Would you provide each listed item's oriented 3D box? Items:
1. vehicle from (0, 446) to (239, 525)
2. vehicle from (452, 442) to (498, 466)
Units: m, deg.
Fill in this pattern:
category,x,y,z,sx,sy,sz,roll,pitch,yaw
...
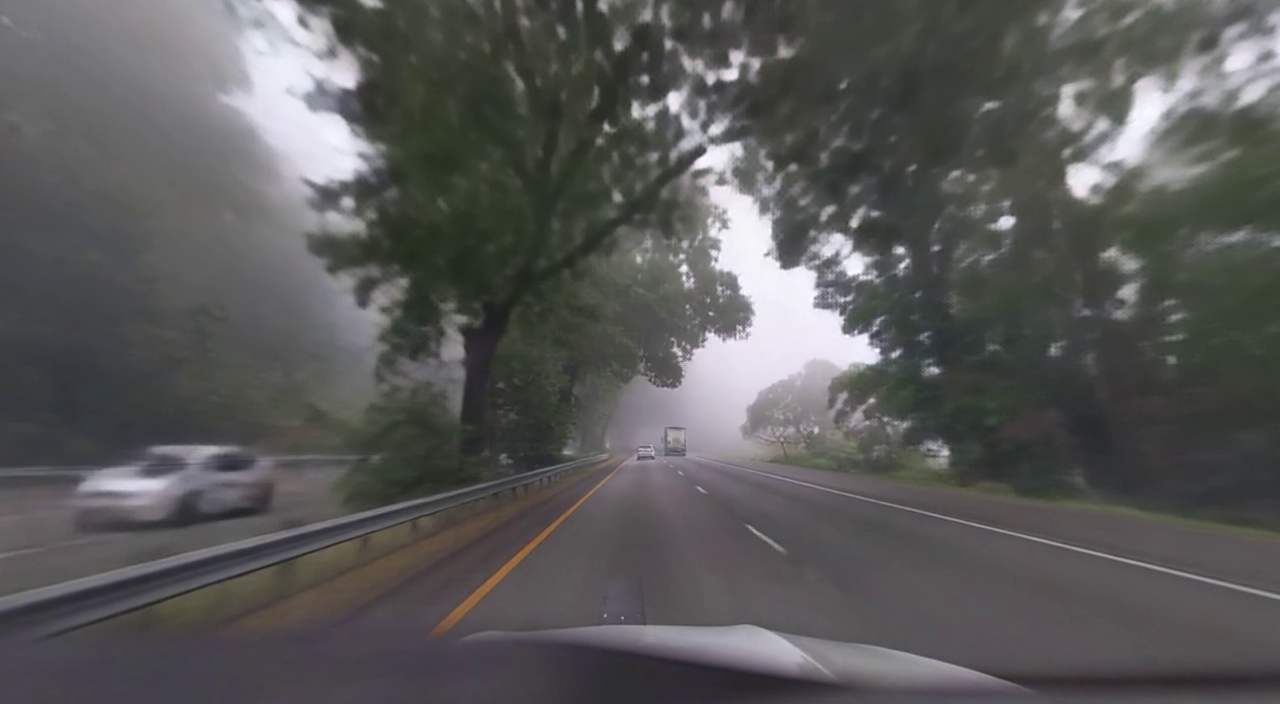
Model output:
category,x,y,z,sx,sy,sz,roll,pitch,yaw
vehicle,-11.497,2.881,14.192,1.962,1.480,4.417,0,-9,1
vehicle,-11.676,7.290,44.922,1.960,1.597,4.606,0,-9,1
